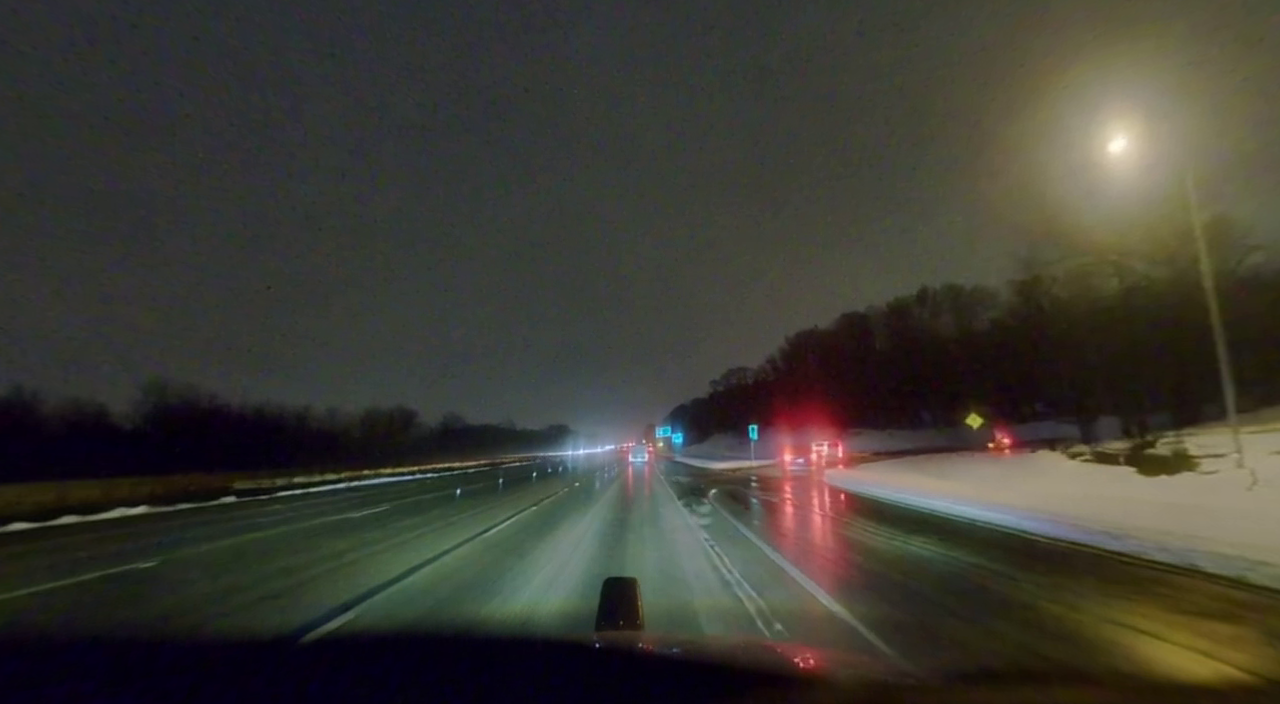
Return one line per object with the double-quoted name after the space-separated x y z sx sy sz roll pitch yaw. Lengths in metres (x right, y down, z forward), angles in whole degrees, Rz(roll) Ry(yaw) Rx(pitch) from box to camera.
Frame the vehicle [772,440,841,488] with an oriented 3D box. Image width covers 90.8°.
6.636 4.472 25.603 2.133 1.746 4.511 -1 -9 8 "vehicle"
